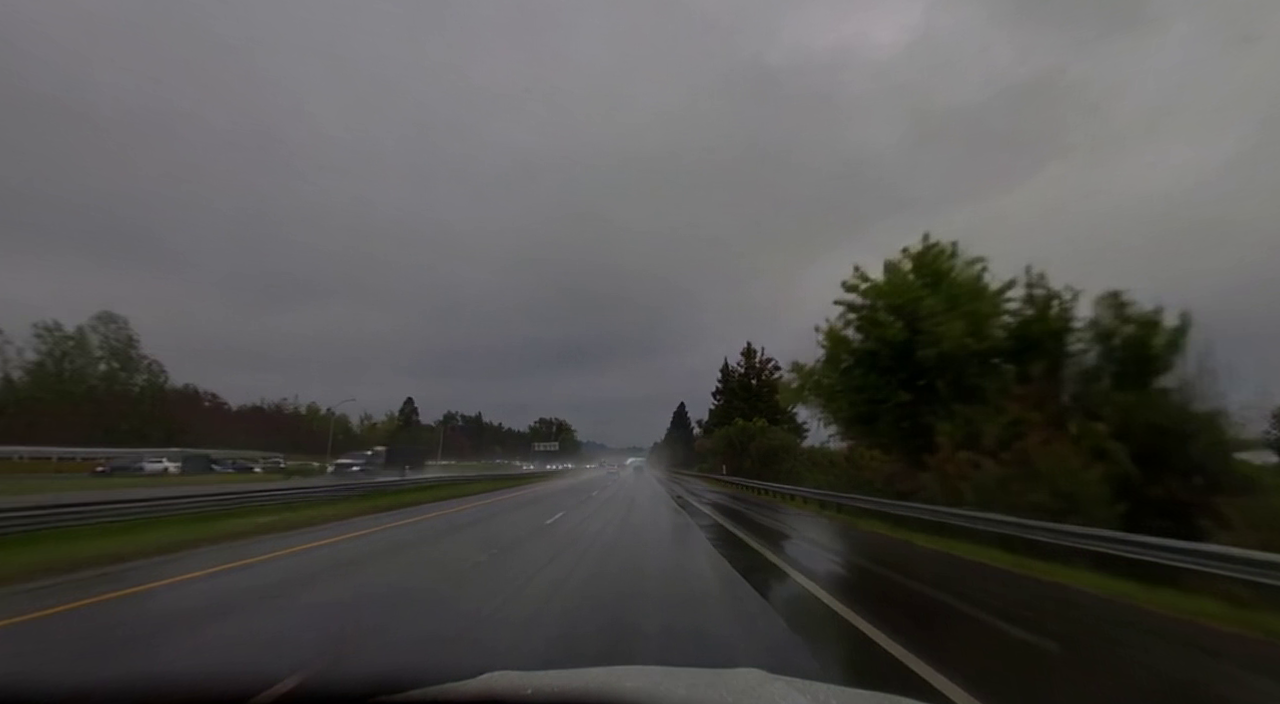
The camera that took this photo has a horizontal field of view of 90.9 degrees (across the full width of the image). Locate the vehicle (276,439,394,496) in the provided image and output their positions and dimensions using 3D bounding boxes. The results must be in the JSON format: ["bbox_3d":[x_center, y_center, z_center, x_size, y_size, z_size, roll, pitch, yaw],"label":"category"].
[{"bbox_3d":[-12.840,4.953,27.015,2.398,2.134,4.990,1,-10,1],"label":"vehicle"}]
